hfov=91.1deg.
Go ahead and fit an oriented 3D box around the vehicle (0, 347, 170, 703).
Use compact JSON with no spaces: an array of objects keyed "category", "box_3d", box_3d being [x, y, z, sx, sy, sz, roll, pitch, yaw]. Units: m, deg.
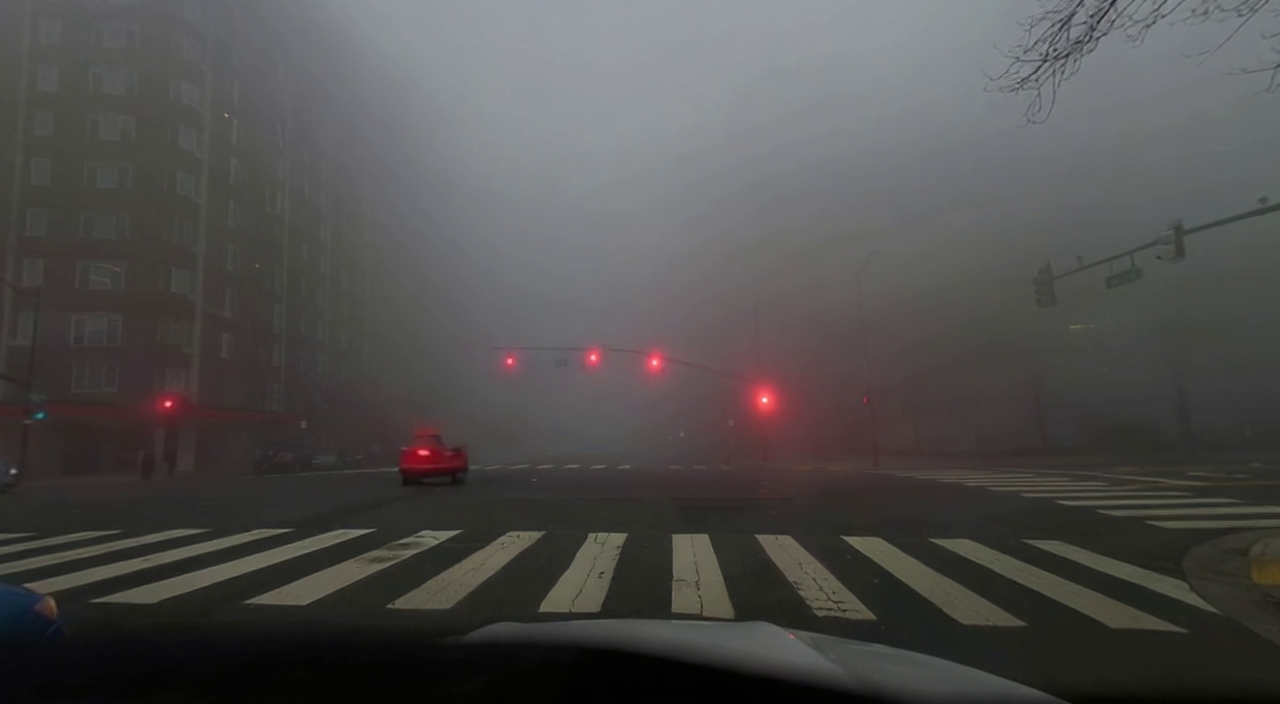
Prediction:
[{"category":"vehicle","box_3d":[-3.630,0.618,1.060,2.109,1.692,4.587,0,-8,0]}]
